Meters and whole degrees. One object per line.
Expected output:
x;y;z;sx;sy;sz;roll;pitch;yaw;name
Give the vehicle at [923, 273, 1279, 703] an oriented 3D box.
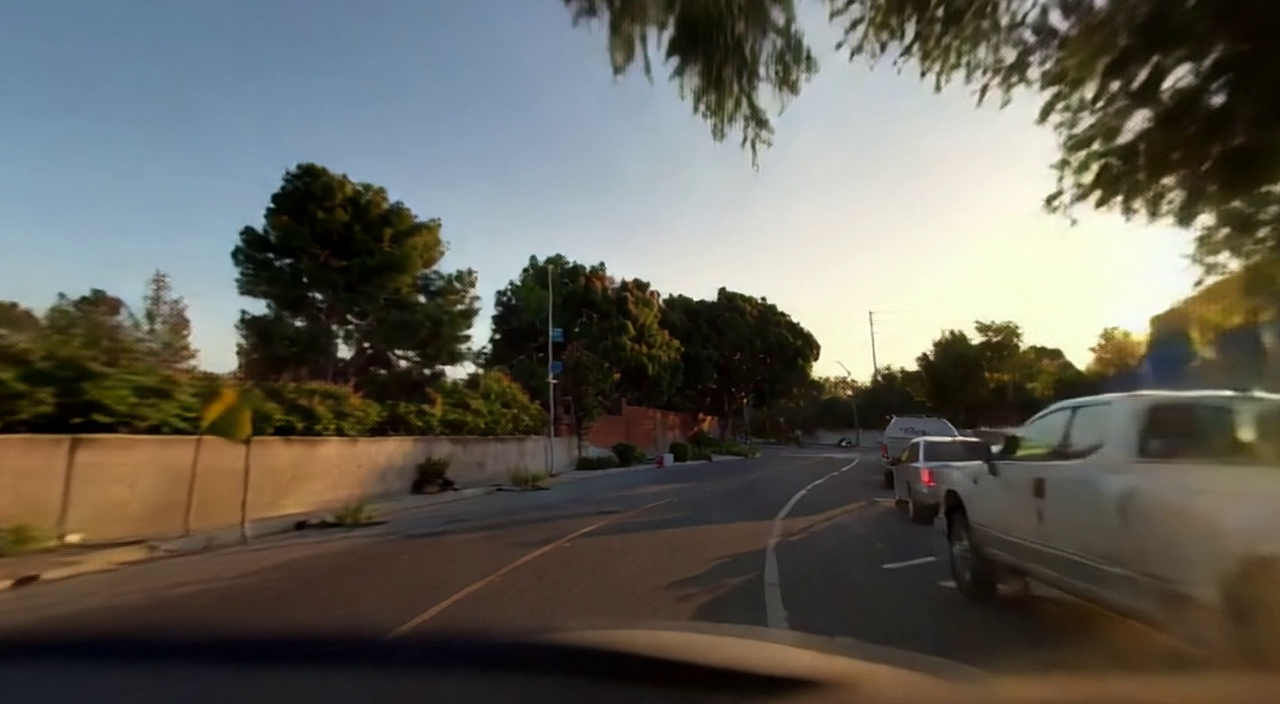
3.821;0.836;3.386;2.483;1.978;5.802;-1;-9;7;vehicle
